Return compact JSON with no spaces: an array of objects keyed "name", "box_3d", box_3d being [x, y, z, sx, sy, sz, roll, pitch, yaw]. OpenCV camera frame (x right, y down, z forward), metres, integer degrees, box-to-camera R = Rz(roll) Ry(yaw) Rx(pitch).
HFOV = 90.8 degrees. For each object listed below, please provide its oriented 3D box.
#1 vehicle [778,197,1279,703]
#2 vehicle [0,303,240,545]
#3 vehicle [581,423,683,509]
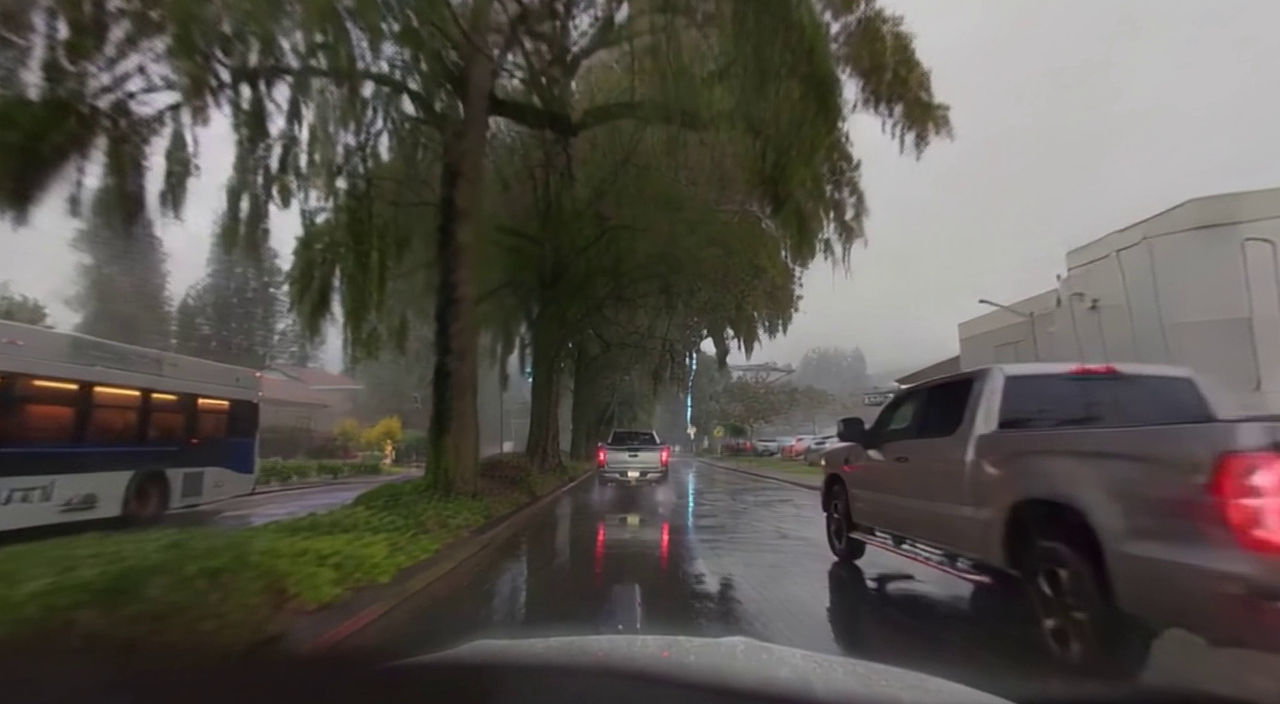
[{"name":"vehicle","box_3d":[3.686,1.111,5.977,2.802,2.303,7.582,0,-8,-2]},{"name":"vehicle","box_3d":[-12.233,1.203,10.562,2.996,4.022,12.692,0,-8,-1]},{"name":"vehicle","box_3d":[-0.190,2.867,16.449,2.157,1.816,5.804,0,-8,0]}]
